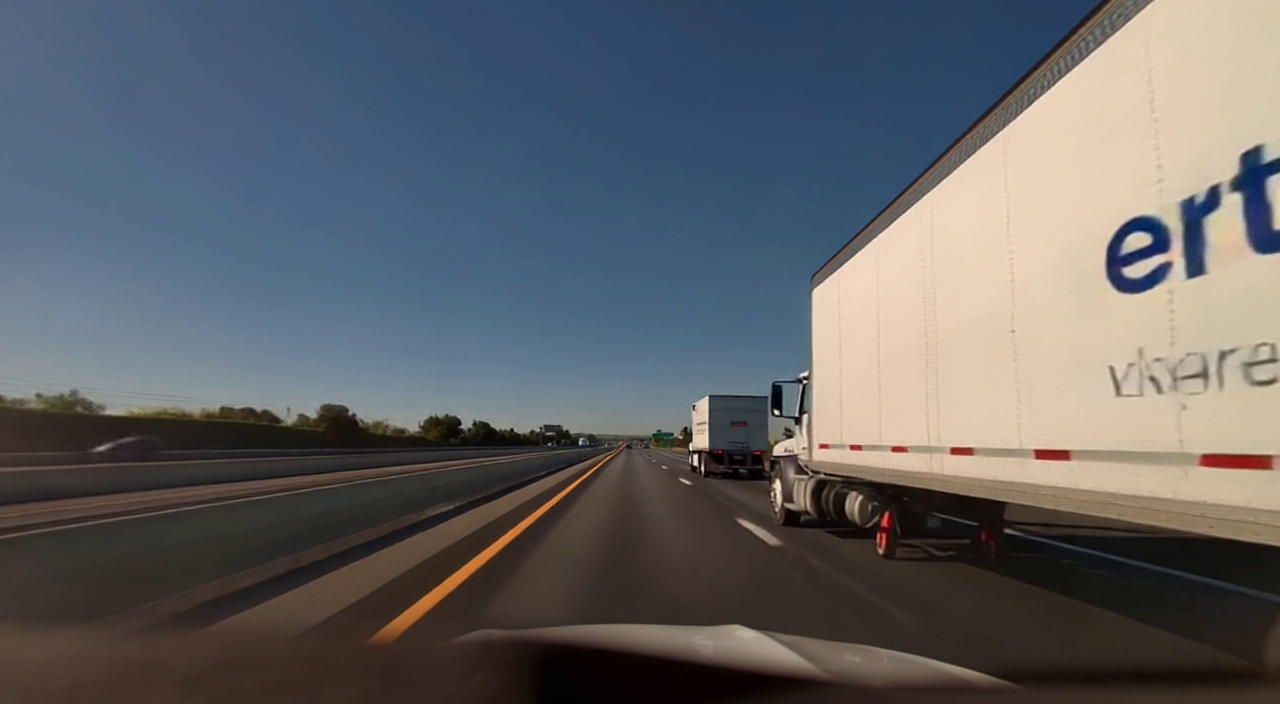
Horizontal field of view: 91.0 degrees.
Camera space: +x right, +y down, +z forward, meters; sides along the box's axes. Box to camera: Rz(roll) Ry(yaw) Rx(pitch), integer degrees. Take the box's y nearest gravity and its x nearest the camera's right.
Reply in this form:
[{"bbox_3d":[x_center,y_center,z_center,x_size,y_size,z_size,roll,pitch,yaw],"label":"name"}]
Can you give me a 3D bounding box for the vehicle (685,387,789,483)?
[{"bbox_3d":[3.523,3.294,24.812,2.702,3.193,7.196,0,-8,-2],"label":"vehicle"}]
